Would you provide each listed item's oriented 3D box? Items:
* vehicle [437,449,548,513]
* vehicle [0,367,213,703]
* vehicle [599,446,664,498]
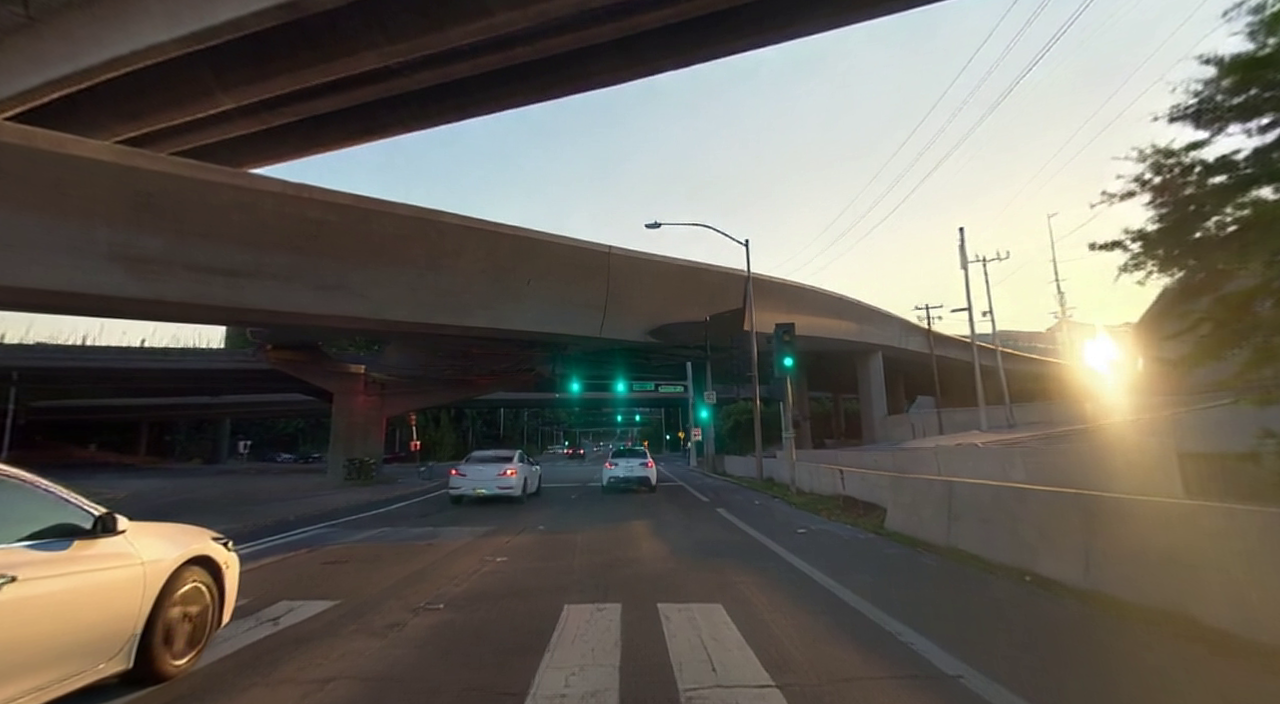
[{"bbox_3d":[-3.751,3.335,16.875,1.946,1.437,4.154,0,-8,0],"label":"vehicle"},{"bbox_3d":[-3.543,0.766,1.595,1.925,1.666,4.271,0,-8,0],"label":"vehicle"},{"bbox_3d":[-0.271,3.979,21.346,1.985,1.565,3.968,0,-8,0],"label":"vehicle"}]
